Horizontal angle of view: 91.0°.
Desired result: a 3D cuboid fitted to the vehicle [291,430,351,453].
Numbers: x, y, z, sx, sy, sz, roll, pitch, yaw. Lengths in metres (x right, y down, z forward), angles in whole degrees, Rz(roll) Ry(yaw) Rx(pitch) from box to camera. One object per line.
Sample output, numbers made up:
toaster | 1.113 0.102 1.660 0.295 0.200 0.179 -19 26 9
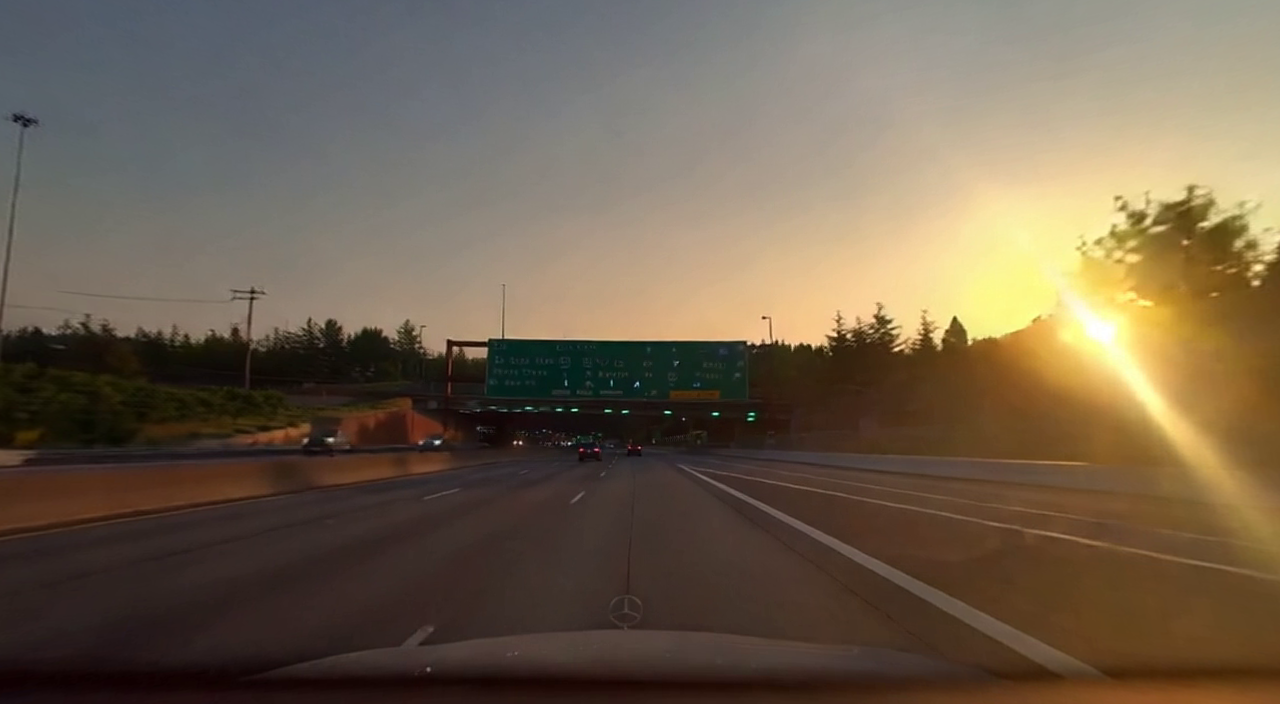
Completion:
vehicle | -22.132 6.235 43.883 2.084 1.475 4.031 0 -8 -1
